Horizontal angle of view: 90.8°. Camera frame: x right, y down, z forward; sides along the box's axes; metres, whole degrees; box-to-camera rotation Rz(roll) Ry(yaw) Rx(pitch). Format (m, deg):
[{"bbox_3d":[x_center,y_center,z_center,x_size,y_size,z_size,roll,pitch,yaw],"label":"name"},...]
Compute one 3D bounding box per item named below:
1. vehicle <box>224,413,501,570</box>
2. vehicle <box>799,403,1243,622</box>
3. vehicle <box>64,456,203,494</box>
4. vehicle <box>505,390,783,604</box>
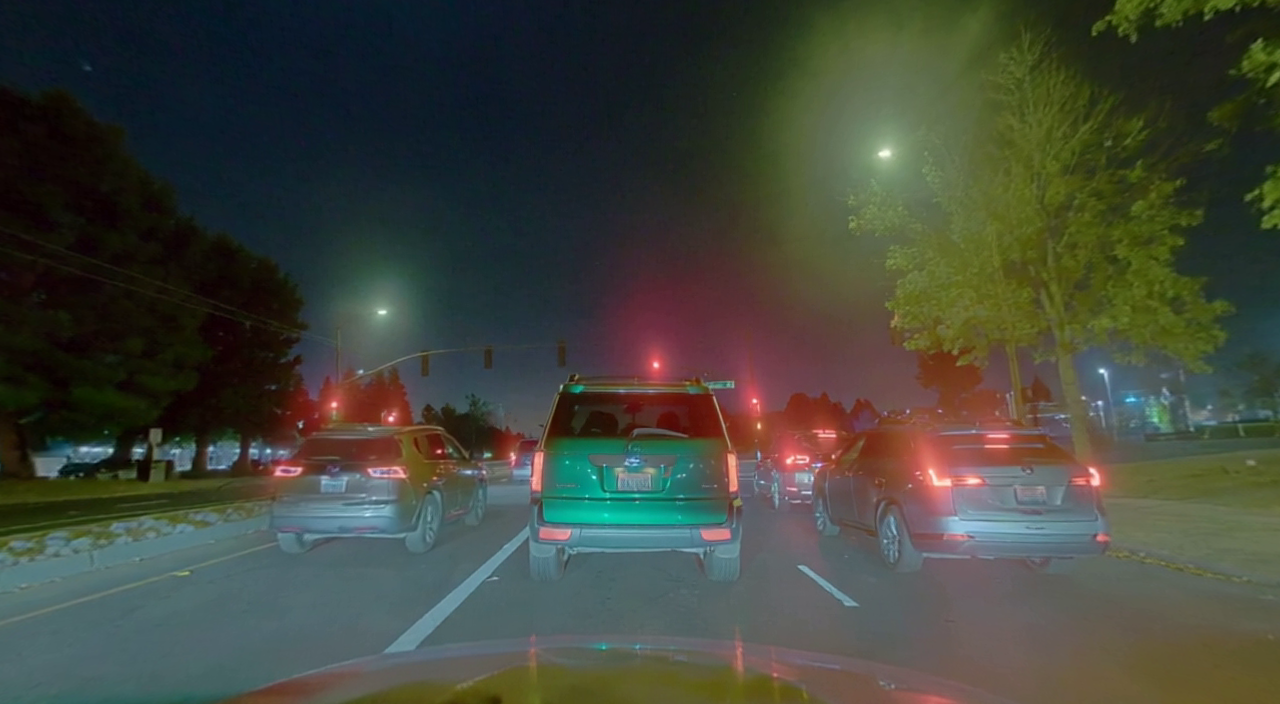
[{"bbox_3d":[-3.391,1.779,8.771,1.961,1.639,4.064,0,-9,0],"label":"vehicle"},{"bbox_3d":[3.467,1.546,7.048,2.202,1.657,4.298,0,-9,-1],"label":"vehicle"},{"bbox_3d":[-22.339,5.413,28.186,2.312,1.443,4.684,0,-9,1],"label":"vehicle"},{"bbox_3d":[0.018,1.490,7.252,2.294,1.761,3.857,0,-9,-1],"label":"vehicle"}]
